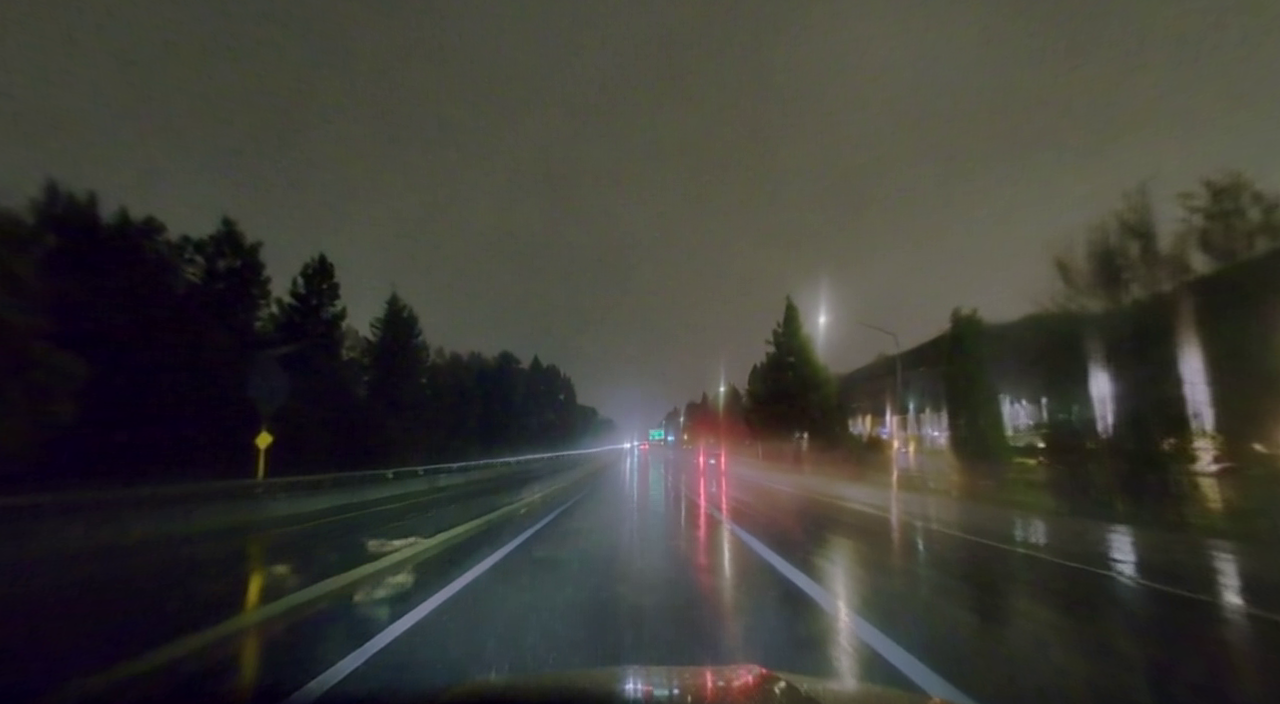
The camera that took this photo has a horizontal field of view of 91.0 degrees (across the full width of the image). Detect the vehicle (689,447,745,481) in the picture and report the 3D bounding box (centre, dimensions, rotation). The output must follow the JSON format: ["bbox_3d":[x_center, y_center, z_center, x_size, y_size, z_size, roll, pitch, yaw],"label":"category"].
[{"bbox_3d":[3.605,5.329,30.277,2.115,1.522,4.330,0,-9,0],"label":"vehicle"}]
